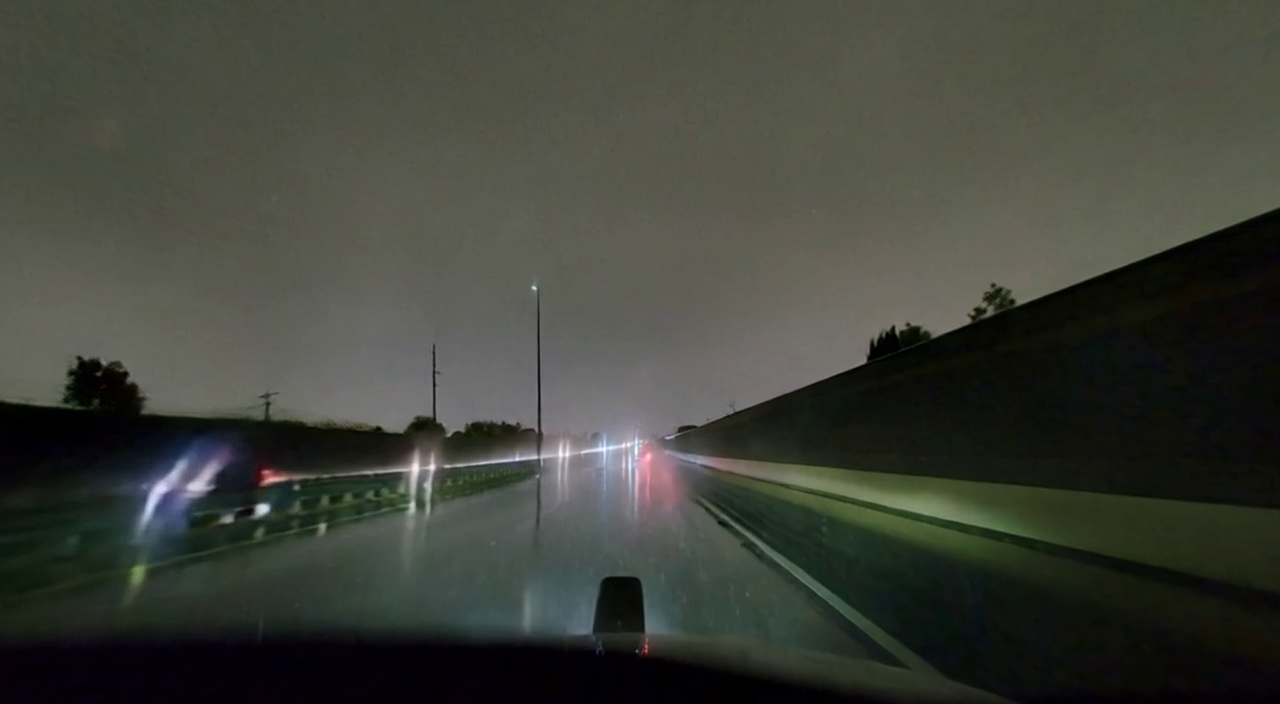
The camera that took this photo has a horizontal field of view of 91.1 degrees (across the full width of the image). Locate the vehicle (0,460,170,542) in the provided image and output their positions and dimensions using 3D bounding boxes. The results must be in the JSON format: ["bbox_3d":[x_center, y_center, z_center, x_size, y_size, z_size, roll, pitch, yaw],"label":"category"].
[{"bbox_3d":[-13.105,3.130,13.622,2.075,1.475,4.849,0,-9,0],"label":"vehicle"}]

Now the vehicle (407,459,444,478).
[{"bbox_3d":[-16.964,9.199,49.838,1.668,1.418,3.693,0,-9,-1],"label":"vehicle"}]

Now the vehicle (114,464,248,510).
[{"bbox_3d":[-16.917,4.977,23.503,1.717,1.424,4.368,0,-9,0],"label":"vehicle"}]
